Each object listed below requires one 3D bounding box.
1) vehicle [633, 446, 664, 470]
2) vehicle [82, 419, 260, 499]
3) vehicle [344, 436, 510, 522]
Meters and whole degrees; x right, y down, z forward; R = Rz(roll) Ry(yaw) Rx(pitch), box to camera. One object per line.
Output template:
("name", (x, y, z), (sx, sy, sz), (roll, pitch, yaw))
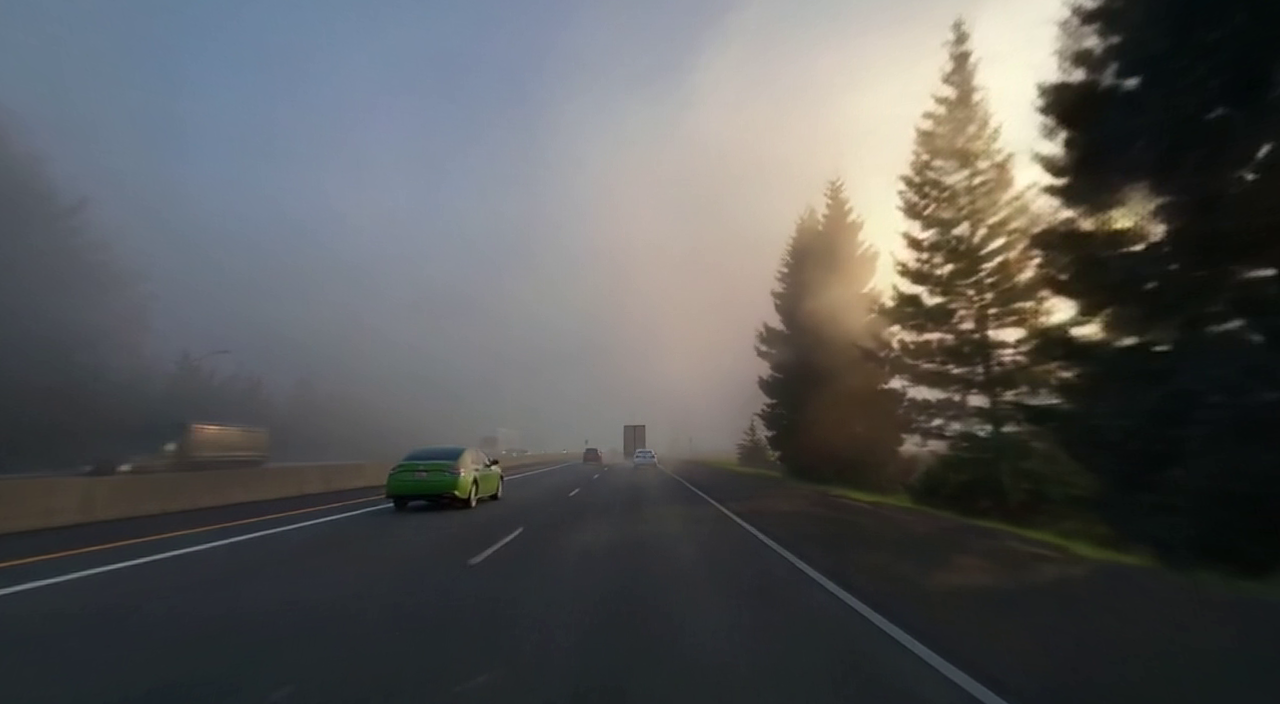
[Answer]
("vehicle", (0.545, 7.239, 43.202), (1.992, 1.593, 3.937), (0, -9, -1))
("vehicle", (-17.189, 3.951, 23.648), (2.427, 2.619, 5.407), (0, -9, 0))
("vehicle", (-4.285, 2.628, 13.501), (2.172, 1.548, 3.953), (0, -9, 0))
